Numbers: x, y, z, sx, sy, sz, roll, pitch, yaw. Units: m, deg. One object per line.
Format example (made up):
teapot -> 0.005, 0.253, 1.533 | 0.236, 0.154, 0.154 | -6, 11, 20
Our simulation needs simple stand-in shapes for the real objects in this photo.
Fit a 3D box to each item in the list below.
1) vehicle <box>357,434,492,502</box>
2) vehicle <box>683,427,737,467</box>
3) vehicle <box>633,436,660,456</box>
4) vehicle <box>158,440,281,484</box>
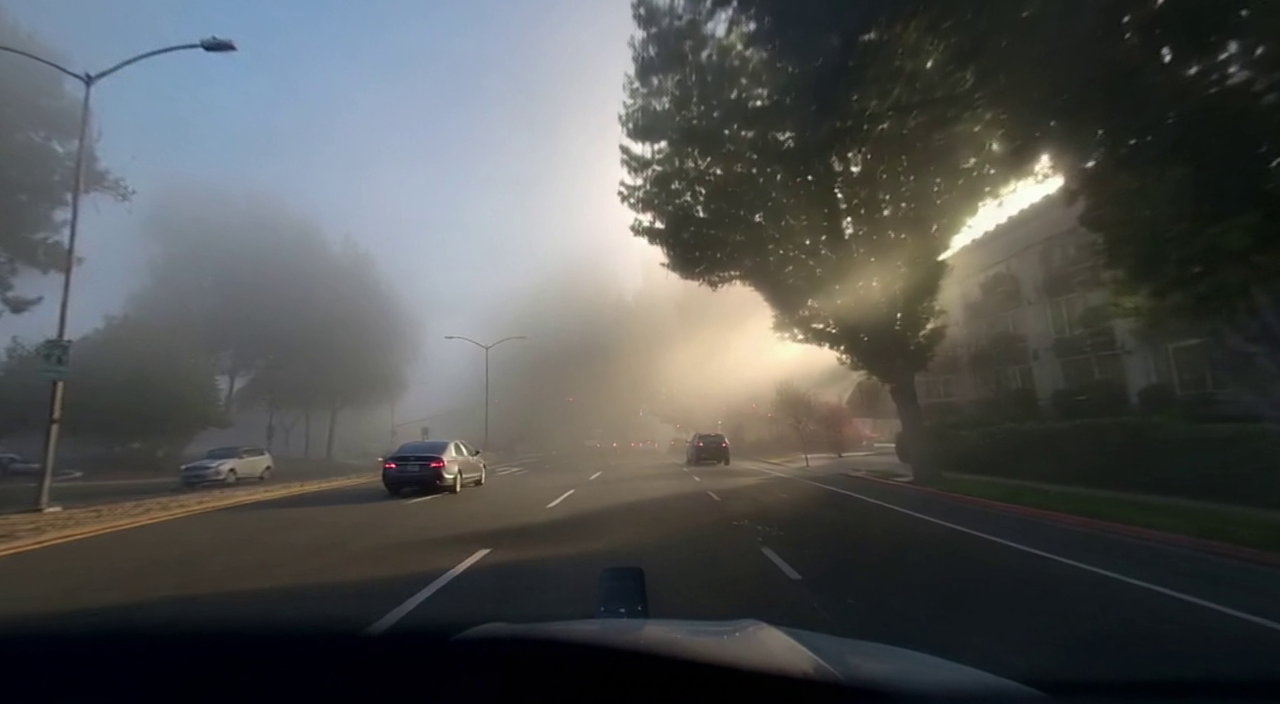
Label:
vehicle -> -5.250, 2.875, 16.057 | 1.926, 1.465, 4.620 | 1, -8, -2
vehicle -> 3.484, 4.854, 32.175 | 2.141, 1.833, 4.704 | 0, -8, -1
vehicle -> 0.483, 7.208, 48.013 | 2.021, 1.461, 3.862 | 0, -8, 0
vehicle -> -17.714, 4.616, 26.775 | 2.085, 1.700, 4.498 | 0, -8, 0
